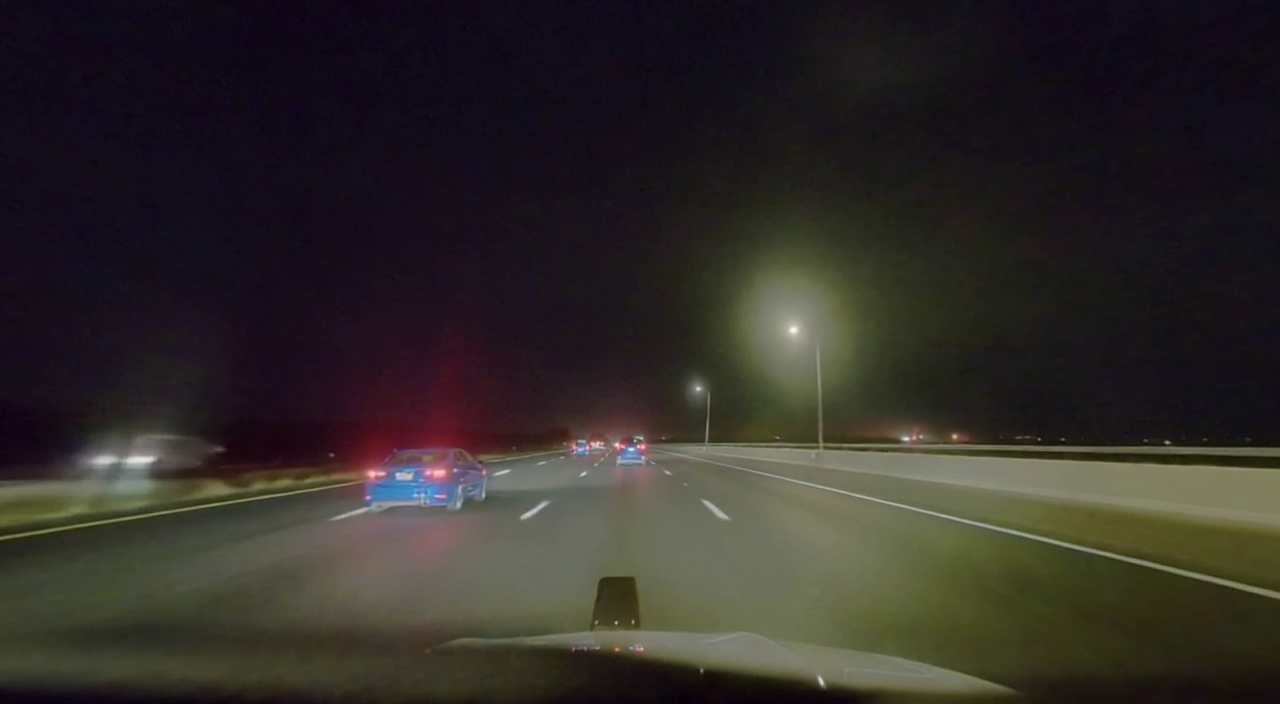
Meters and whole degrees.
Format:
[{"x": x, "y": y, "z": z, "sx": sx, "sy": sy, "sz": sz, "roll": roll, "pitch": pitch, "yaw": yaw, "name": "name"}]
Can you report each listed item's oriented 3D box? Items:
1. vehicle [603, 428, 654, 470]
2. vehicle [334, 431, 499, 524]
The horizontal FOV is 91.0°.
[{"x": -0.598, "y": 4.873, "z": 31.815, "sx": 2.382, "sy": 1.973, "sz": 4.439, "roll": 0, "pitch": -8, "yaw": -2, "name": "vehicle"}, {"x": -4.244, "y": 2.416, "z": 12.667, "sx": 1.945, "sy": 1.550, "sz": 3.780, "roll": 0, "pitch": -8, "yaw": 0, "name": "vehicle"}]
